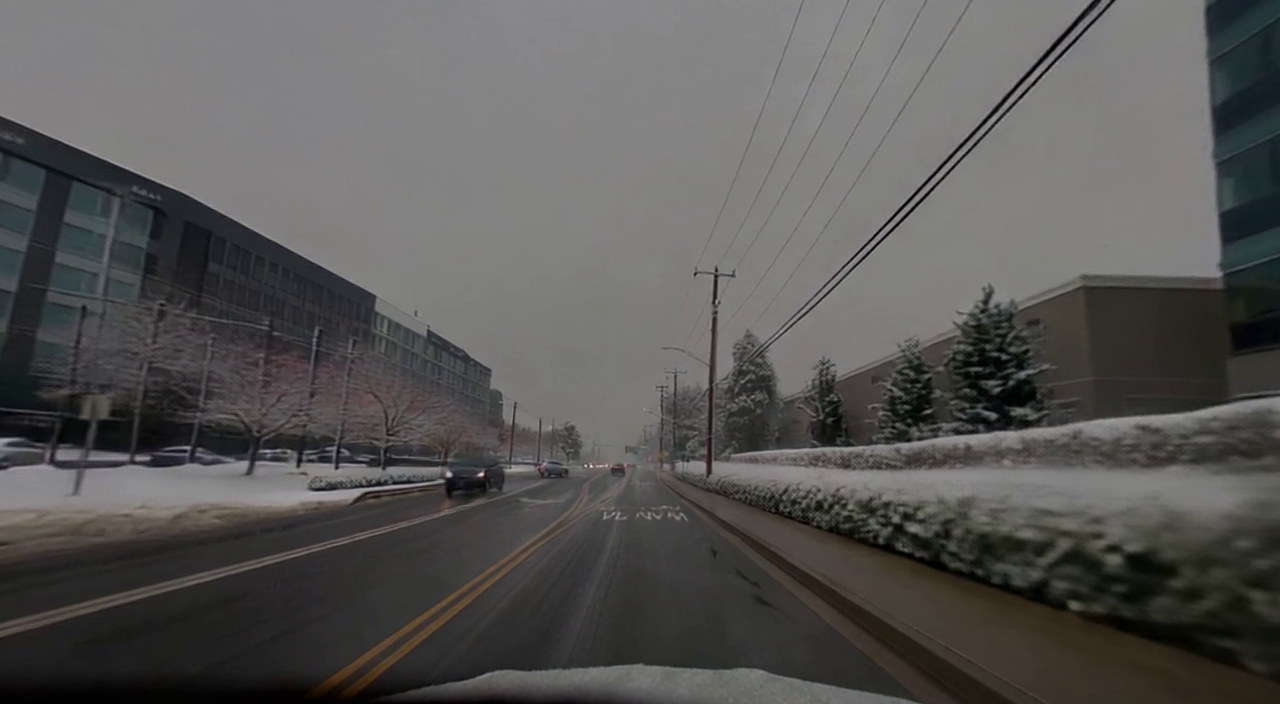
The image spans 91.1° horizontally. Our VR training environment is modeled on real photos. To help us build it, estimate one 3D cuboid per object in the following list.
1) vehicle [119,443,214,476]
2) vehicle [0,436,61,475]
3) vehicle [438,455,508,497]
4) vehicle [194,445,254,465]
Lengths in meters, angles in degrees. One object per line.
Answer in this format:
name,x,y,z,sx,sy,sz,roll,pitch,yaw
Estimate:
vehicle,-26.238,5.983,34.809,4.630,1.710,2.035,-4,-11,23
vehicle,-28.536,4.661,28.188,3.973,1.647,1.896,-3,-11,20
vehicle,-6.759,5.070,25.795,1.922,1.540,3.771,1,-10,-2
vehicle,-32.772,8.121,49.522,3.977,1.439,1.775,-3,-11,20
